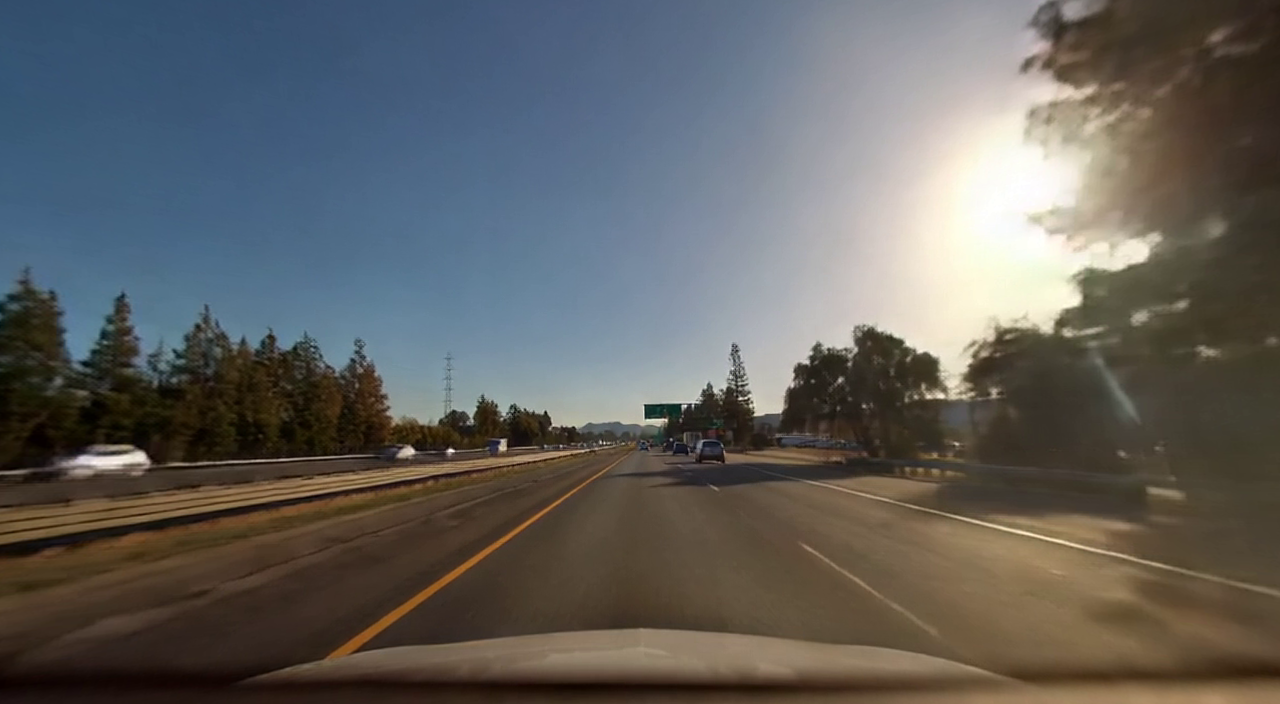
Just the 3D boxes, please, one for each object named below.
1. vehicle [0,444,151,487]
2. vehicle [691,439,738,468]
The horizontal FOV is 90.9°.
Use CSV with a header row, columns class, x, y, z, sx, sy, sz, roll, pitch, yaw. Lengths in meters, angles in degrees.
class,x,y,z,sx,sy,sz,roll,pitch,yaw
vehicle,-28.135,5.618,31.773,2.185,1.939,5.801,0,-8,1
vehicle,4.104,5.617,35.193,2.062,1.518,4.026,0,-8,-1
